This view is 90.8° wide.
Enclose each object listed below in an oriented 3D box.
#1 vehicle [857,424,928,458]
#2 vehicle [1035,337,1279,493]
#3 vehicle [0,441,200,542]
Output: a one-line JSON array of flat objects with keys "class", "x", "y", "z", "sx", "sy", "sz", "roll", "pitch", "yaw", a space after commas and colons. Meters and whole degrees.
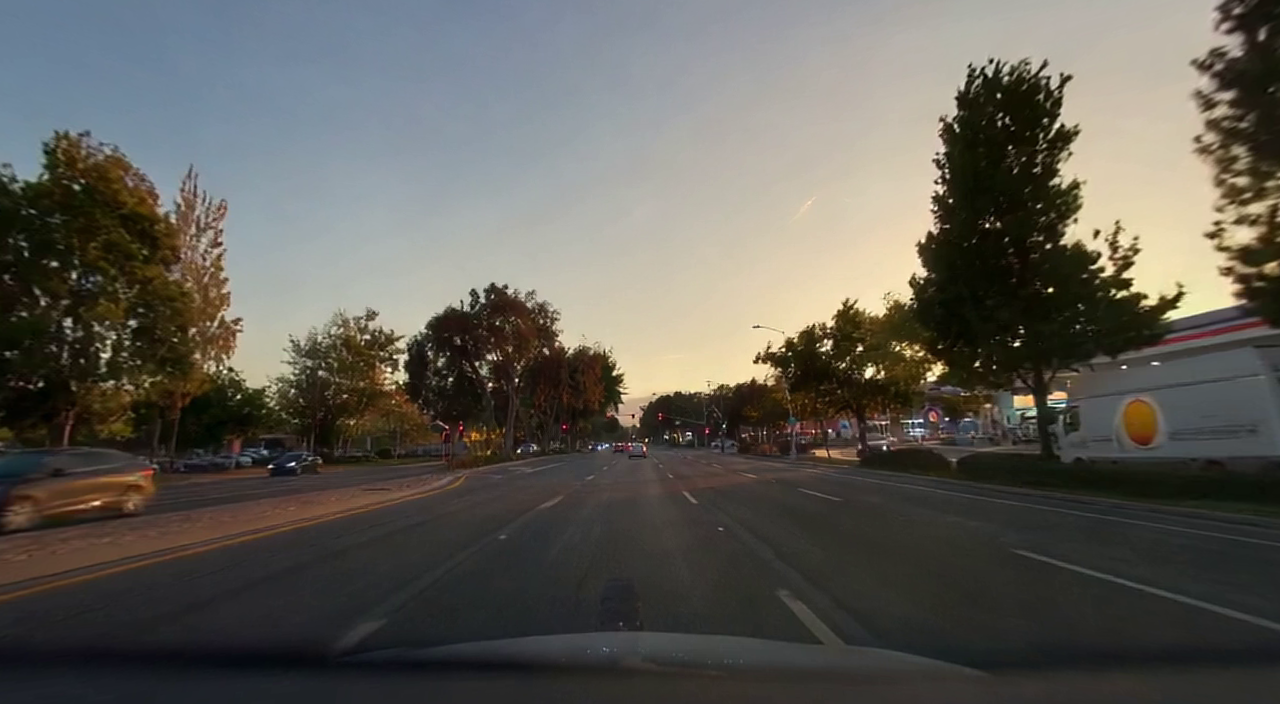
[{"class": "vehicle", "x": 14.312, "y": 5.109, "z": 36.226, "sx": 2.249, "sy": 1.793, "sz": 5.763, "roll": -1, "pitch": -8, "yaw": 6}, {"class": "vehicle", "x": 15.467, "y": 1.876, "z": 17.162, "sx": 3.129, "sy": 3.430, "sz": 8.253, "roll": 0, "pitch": -9, "yaw": -8}, {"class": "vehicle", "x": -10.454, "y": 2.356, "z": 11.339, "sx": 1.955, "sy": 1.474, "sz": 4.429, "roll": 0, "pitch": -8, "yaw": -1}]
